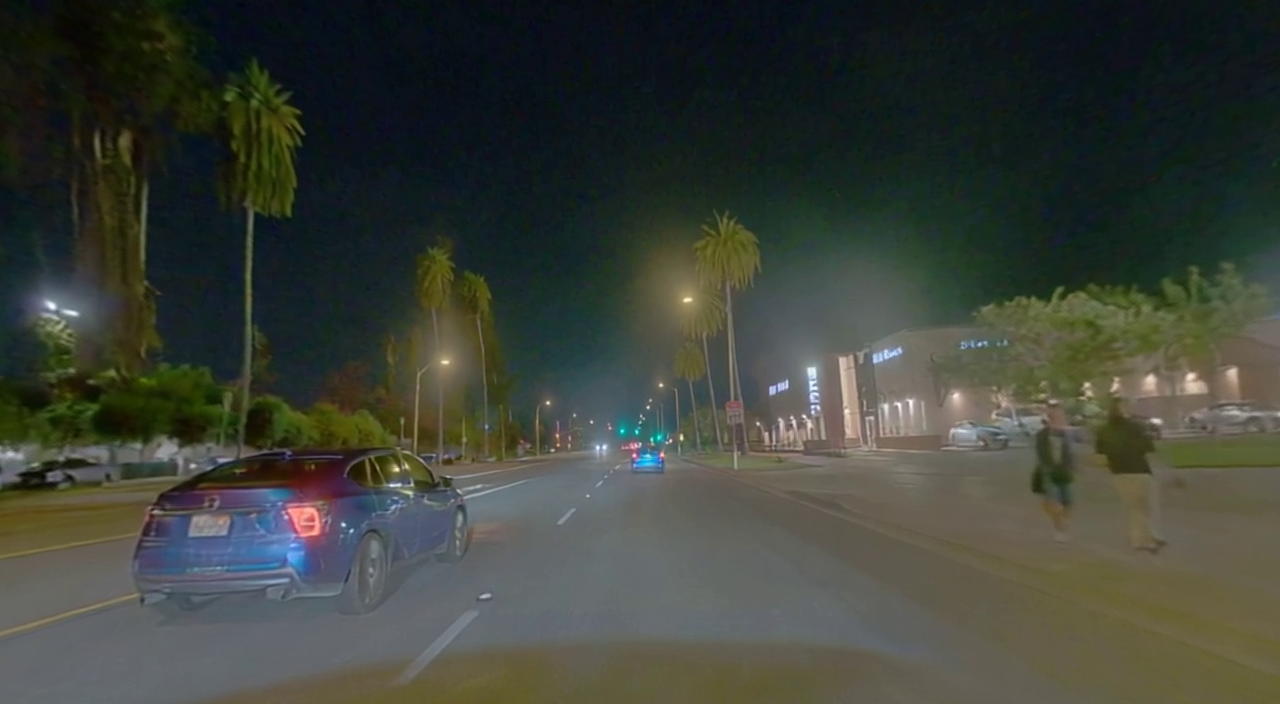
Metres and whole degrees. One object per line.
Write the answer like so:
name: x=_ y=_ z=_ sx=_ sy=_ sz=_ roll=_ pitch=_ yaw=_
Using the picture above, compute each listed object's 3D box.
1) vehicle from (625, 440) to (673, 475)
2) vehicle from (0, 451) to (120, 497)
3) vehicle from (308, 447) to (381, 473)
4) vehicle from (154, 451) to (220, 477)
vehicle: x=0.388 y=4.995 z=29.830 sx=2.144 sy=1.514 sz=4.063 roll=0 pitch=-9 yaw=-1
vehicle: x=-28.607 y=5.911 z=30.784 sx=2.047 sy=1.814 sz=4.831 roll=-4 pitch=-7 yaw=0
vehicle: x=-22.869 y=8.320 z=48.688 sx=4.672 sy=1.665 sz=1.957 roll=-3 pitch=-7 yaw=-2
vehicle: x=-35.250 y=8.684 z=48.845 sx=4.727 sy=1.857 sz=2.136 roll=-5 pitch=-10 yaw=28
